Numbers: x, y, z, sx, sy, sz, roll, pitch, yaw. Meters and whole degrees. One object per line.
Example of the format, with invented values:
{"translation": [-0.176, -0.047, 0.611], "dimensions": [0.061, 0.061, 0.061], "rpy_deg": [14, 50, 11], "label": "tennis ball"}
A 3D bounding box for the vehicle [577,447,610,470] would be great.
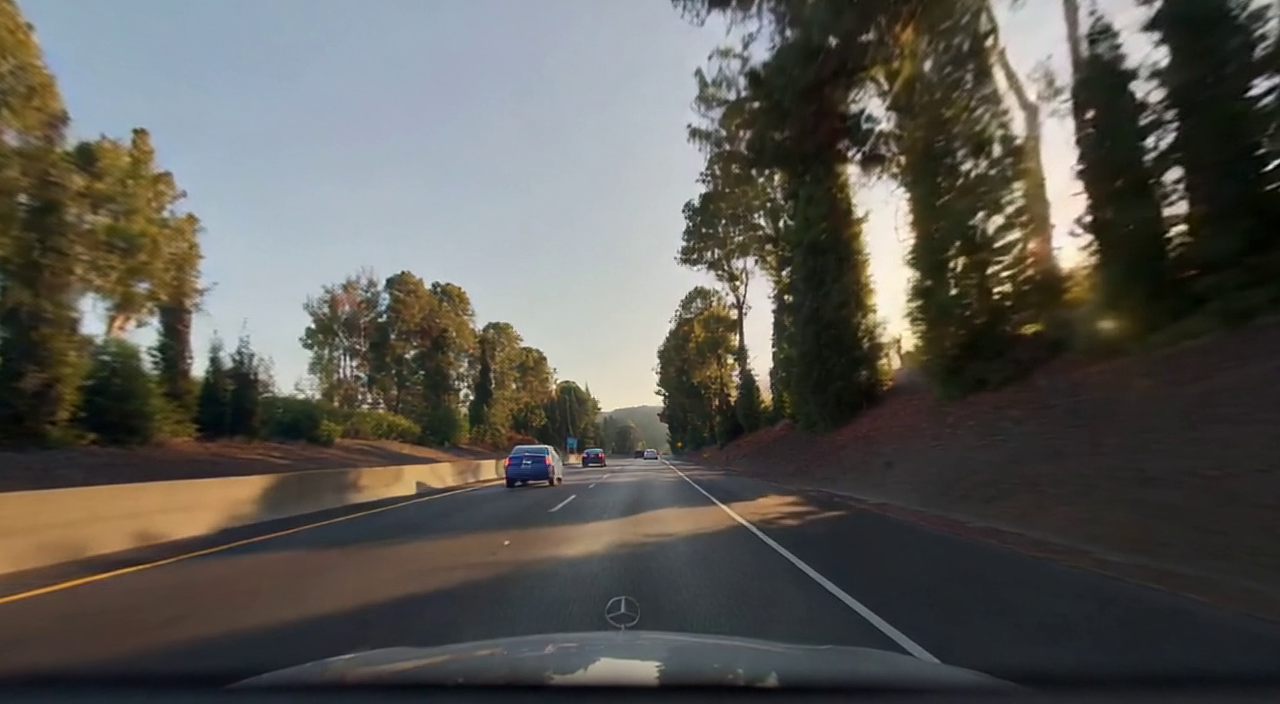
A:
{"translation": [-3.307, 7.624, 45.384], "dimensions": [1.996, 1.565, 4.159], "rpy_deg": [0, -9, 1], "label": "vehicle"}

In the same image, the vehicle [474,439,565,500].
{"translation": [-3.476, 3.467, 19.001], "dimensions": [1.846, 1.600, 4.108], "rpy_deg": [0, -9, 1], "label": "vehicle"}
